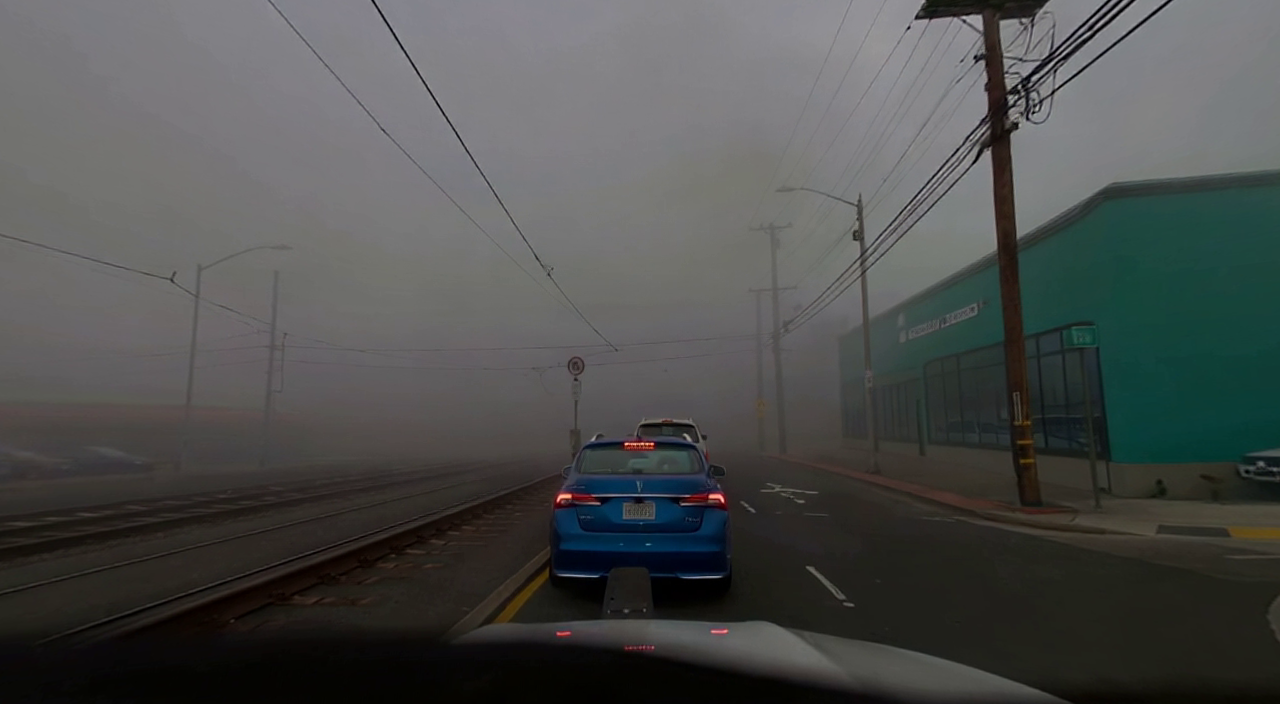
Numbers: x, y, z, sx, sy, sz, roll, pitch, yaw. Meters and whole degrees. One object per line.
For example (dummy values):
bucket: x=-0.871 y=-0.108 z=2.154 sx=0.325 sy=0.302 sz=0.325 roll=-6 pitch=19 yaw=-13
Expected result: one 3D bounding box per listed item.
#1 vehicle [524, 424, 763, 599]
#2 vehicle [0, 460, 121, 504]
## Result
vehicle: x=0.119 y=1.711 z=7.625 sx=2.090 sy=1.518 sz=4.033 roll=-1 pitch=-9 yaw=3
vehicle: x=-21.904 y=4.688 z=22.862 sx=4.566 sy=1.453 sz=1.935 roll=-1 pitch=-9 yaw=5
